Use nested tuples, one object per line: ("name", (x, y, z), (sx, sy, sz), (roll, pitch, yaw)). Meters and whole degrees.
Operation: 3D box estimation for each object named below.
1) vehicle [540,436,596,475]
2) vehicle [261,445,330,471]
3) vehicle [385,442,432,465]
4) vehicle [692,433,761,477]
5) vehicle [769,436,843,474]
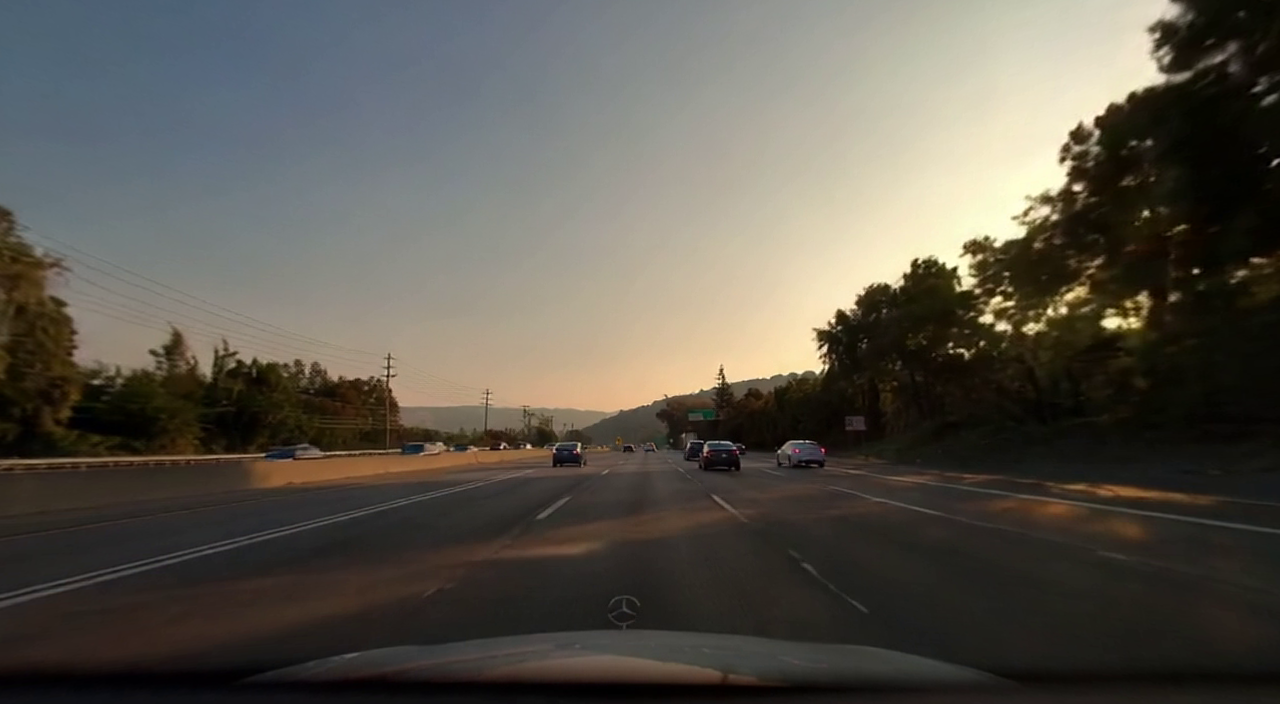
("vehicle", (-3.381, 4.967, 30.548), (2.106, 1.682, 4.395), (-1, -8, 2))
("vehicle", (-20.985, 6.448, 38.632), (1.752, 1.436, 4.162), (-1, -8, 2))
("vehicle", (-15.901, 7.005, 43.548), (1.777, 1.474, 3.706), (-1, -8, 1))
("vehicle", (3.462, 4.208, 26.036), (2.146, 1.639, 4.475), (-1, -8, -1))
("vehicle", (7.348, 4.606, 28.500), (1.988, 1.518, 4.856), (-1, -8, 0))
